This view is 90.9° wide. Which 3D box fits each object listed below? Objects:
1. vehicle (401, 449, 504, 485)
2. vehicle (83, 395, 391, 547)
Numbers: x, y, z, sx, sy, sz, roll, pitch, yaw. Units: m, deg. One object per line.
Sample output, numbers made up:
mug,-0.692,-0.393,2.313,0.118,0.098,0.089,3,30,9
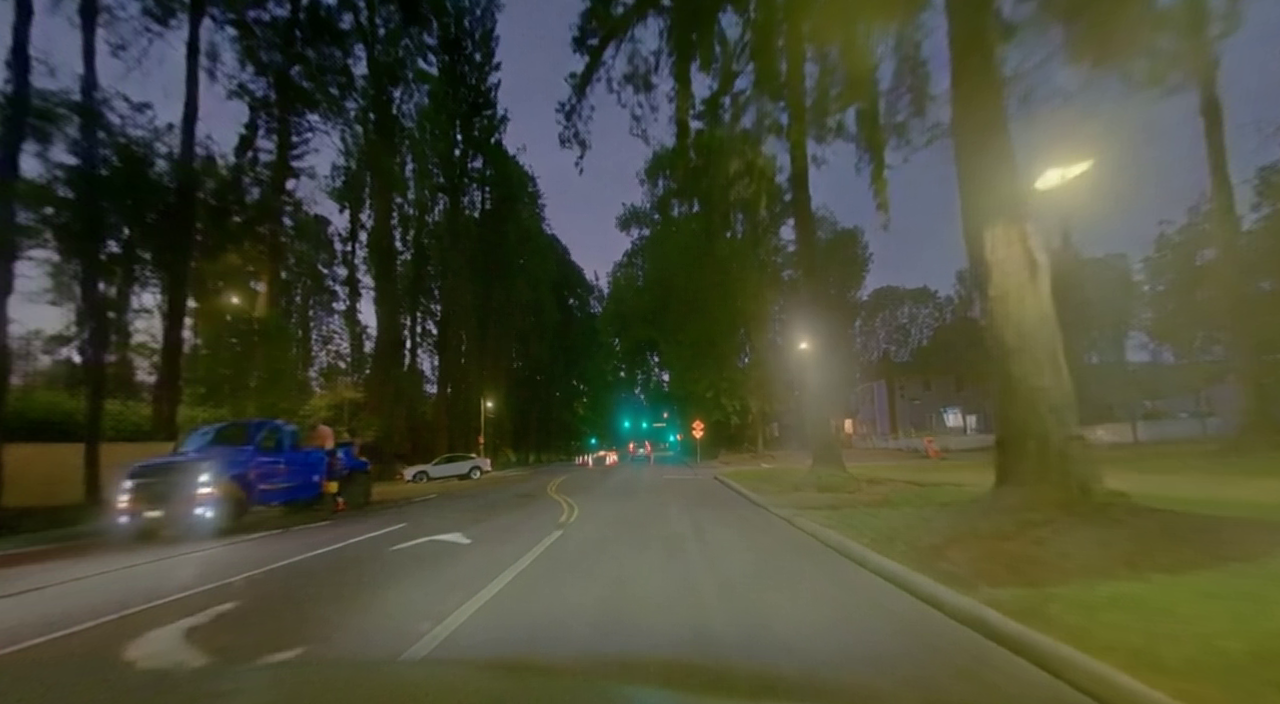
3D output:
vehicle,-9.363,5.758,31.782,4.594,1.696,1.971,0,-8,-1
vehicle,-9.335,2.857,16.037,2.816,2.723,7.506,-4,-8,1
